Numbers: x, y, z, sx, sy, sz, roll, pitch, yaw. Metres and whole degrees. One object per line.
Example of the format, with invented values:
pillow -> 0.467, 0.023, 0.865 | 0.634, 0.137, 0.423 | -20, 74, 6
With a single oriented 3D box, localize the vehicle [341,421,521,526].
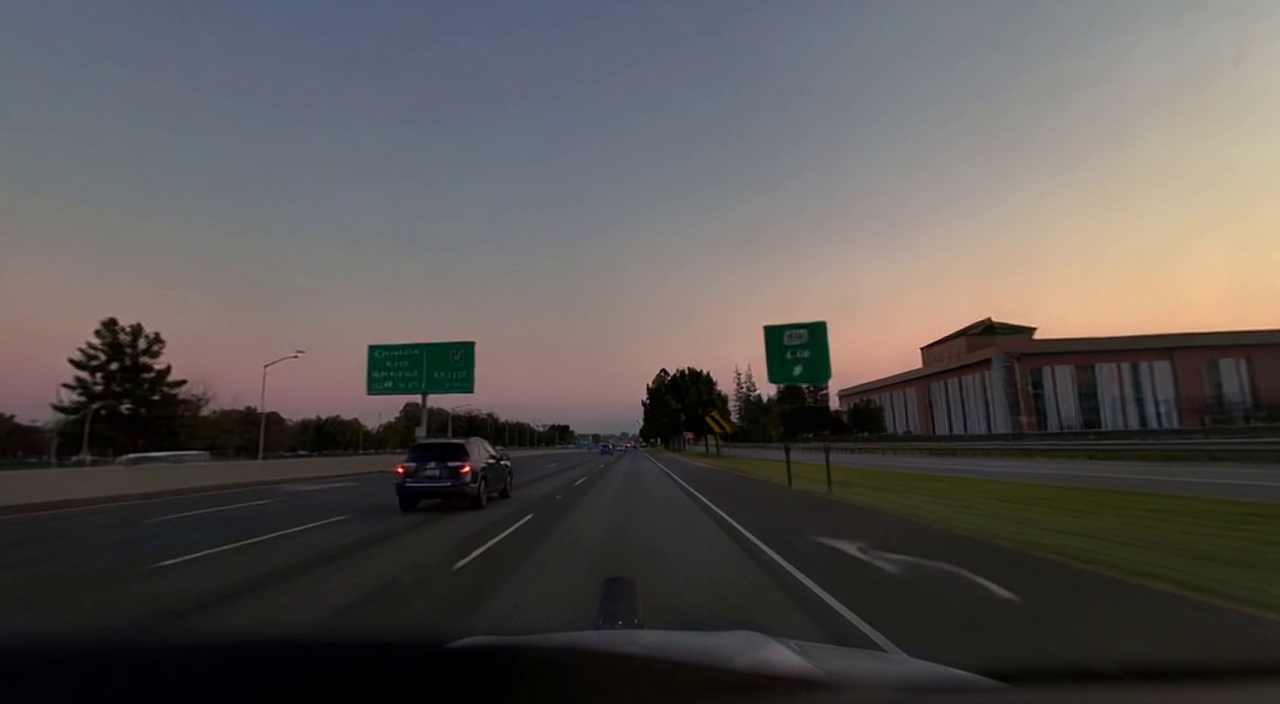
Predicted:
vehicle -> -4.023, 2.434, 13.209 | 2.150, 1.761, 4.697 | 0, -8, 0
